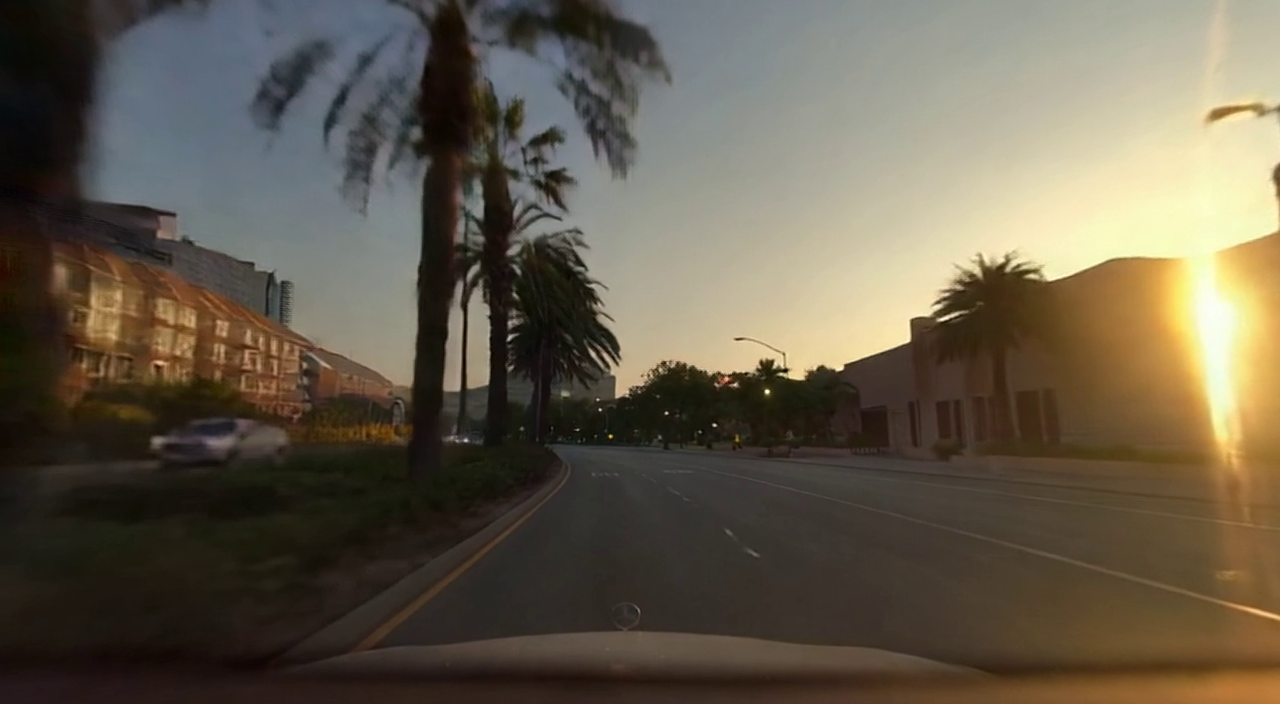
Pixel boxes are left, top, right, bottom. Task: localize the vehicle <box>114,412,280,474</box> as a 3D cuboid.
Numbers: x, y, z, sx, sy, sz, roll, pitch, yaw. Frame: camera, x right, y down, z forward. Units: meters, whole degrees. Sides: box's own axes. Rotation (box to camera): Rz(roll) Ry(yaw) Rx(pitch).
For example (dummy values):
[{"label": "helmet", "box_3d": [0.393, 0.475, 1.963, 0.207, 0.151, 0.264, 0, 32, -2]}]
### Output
[{"label": "vehicle", "box_3d": [-13.264, 2.790, 19.355, 1.961, 1.664, 4.422, 0, -8, -2]}]
